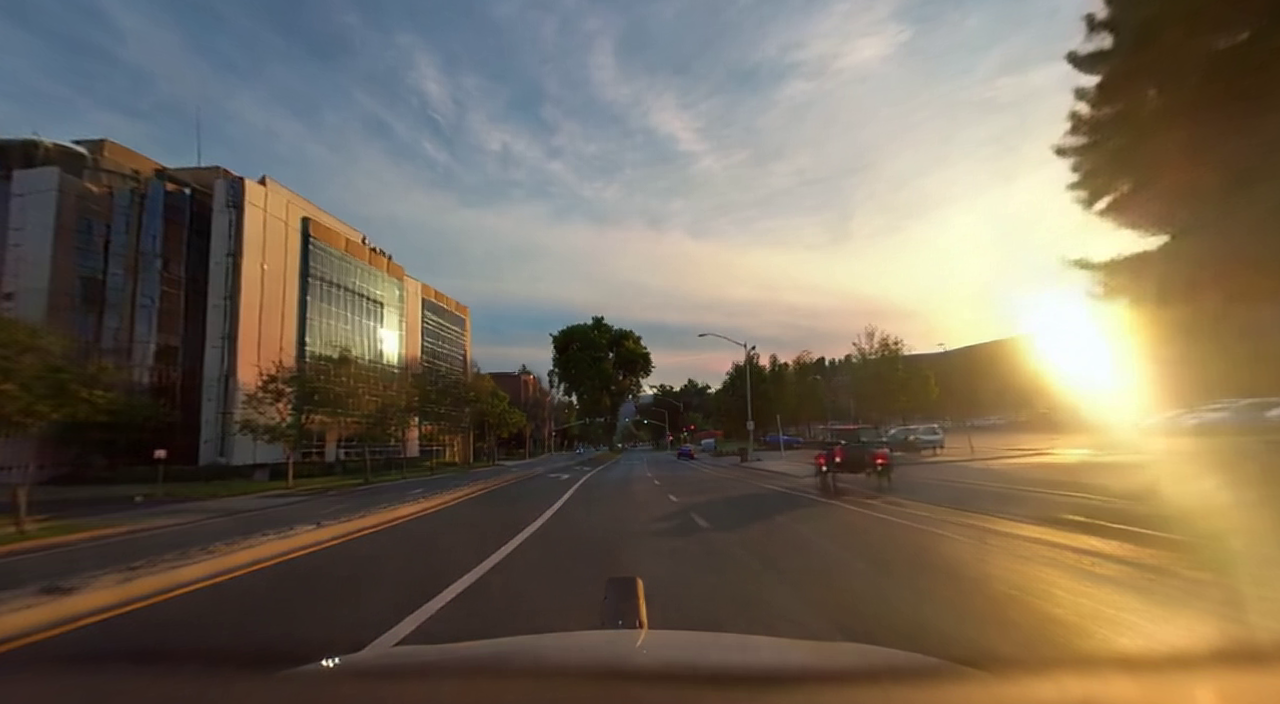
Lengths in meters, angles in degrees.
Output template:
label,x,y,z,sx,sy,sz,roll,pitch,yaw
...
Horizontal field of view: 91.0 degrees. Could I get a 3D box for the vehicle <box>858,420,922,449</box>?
label,x,y,z,sx,sy,sz,roll,pitch,yaw
vehicle,16.731,5.616,42.467,2.059,1.788,4.708,1,-9,-5

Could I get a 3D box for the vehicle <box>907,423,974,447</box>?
label,x,y,z,sx,sy,sz,roll,pitch,yaw
vehicle,19.641,5.485,41.354,2.021,1.472,4.047,2,-9,-8
